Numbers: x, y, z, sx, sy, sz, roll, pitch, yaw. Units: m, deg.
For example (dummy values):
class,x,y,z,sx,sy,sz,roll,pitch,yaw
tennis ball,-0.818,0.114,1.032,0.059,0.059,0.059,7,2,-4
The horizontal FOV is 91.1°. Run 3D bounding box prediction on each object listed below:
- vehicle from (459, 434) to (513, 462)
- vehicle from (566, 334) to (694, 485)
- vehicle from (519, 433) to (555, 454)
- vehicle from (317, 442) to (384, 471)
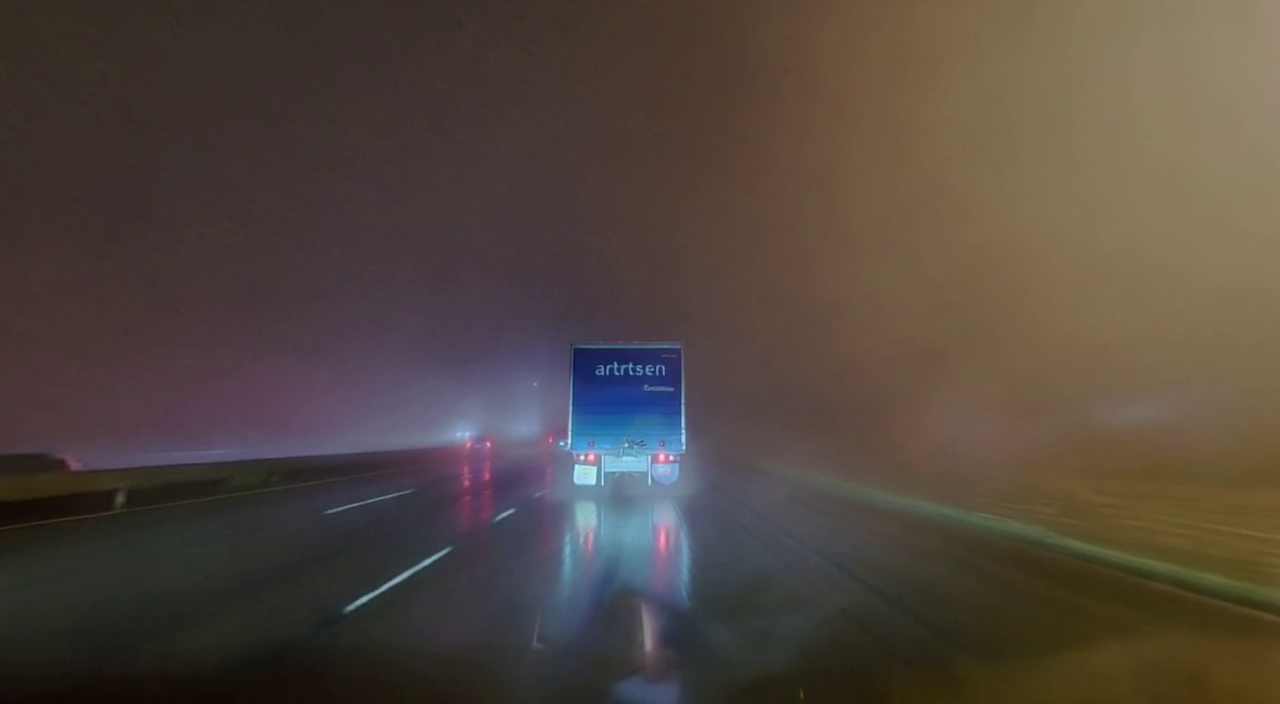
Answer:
class,x,y,z,sx,sy,sz,roll,pitch,yaw
vehicle,-8.456,5.283,34.811,1.940,1.488,3.976,0,-8,0
vehicle,-0.295,2.250,22.494,3.442,4.106,10.719,0,-8,0
vehicle,-8.027,7.116,49.179,1.981,1.574,4.561,0,-8,1
vehicle,-16.394,5.907,35.824,1.884,1.465,3.988,0,-8,0
